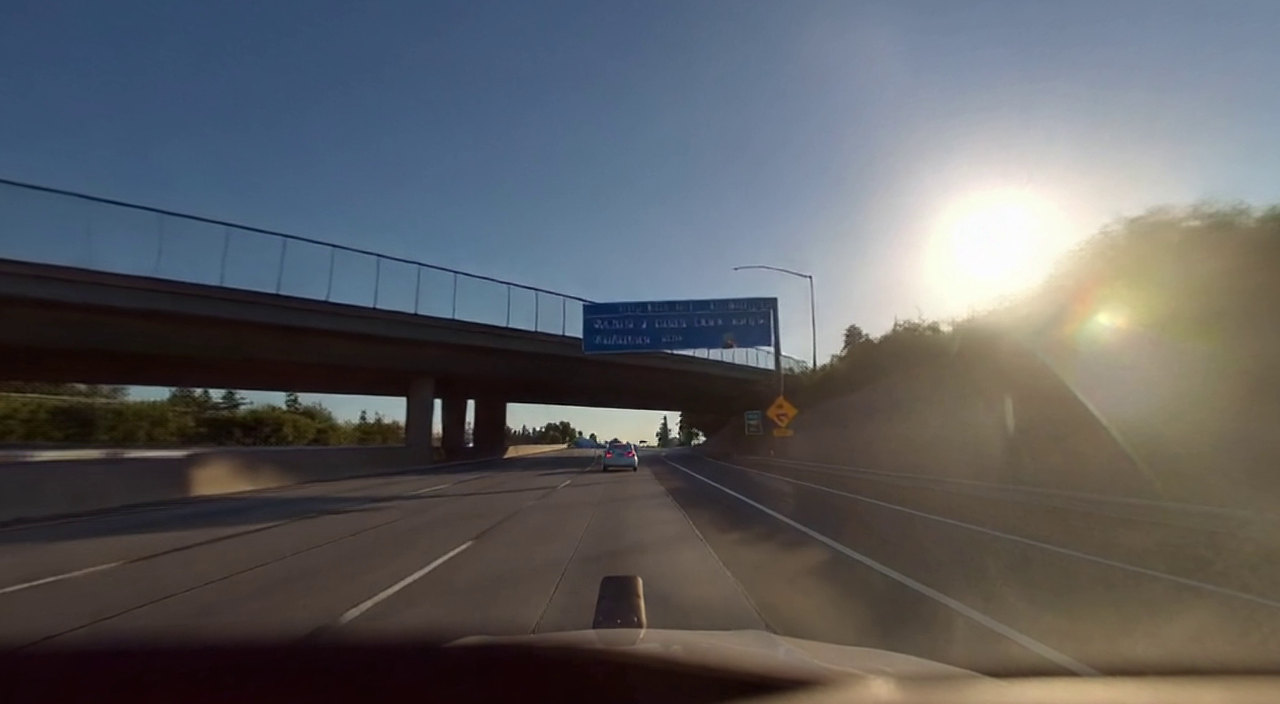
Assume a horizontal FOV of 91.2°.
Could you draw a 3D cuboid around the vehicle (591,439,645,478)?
[{"bbox_3d":[-0.853,4.538,26.889,2.055,1.509,4.255,-1,-9,1],"label":"vehicle"}]
